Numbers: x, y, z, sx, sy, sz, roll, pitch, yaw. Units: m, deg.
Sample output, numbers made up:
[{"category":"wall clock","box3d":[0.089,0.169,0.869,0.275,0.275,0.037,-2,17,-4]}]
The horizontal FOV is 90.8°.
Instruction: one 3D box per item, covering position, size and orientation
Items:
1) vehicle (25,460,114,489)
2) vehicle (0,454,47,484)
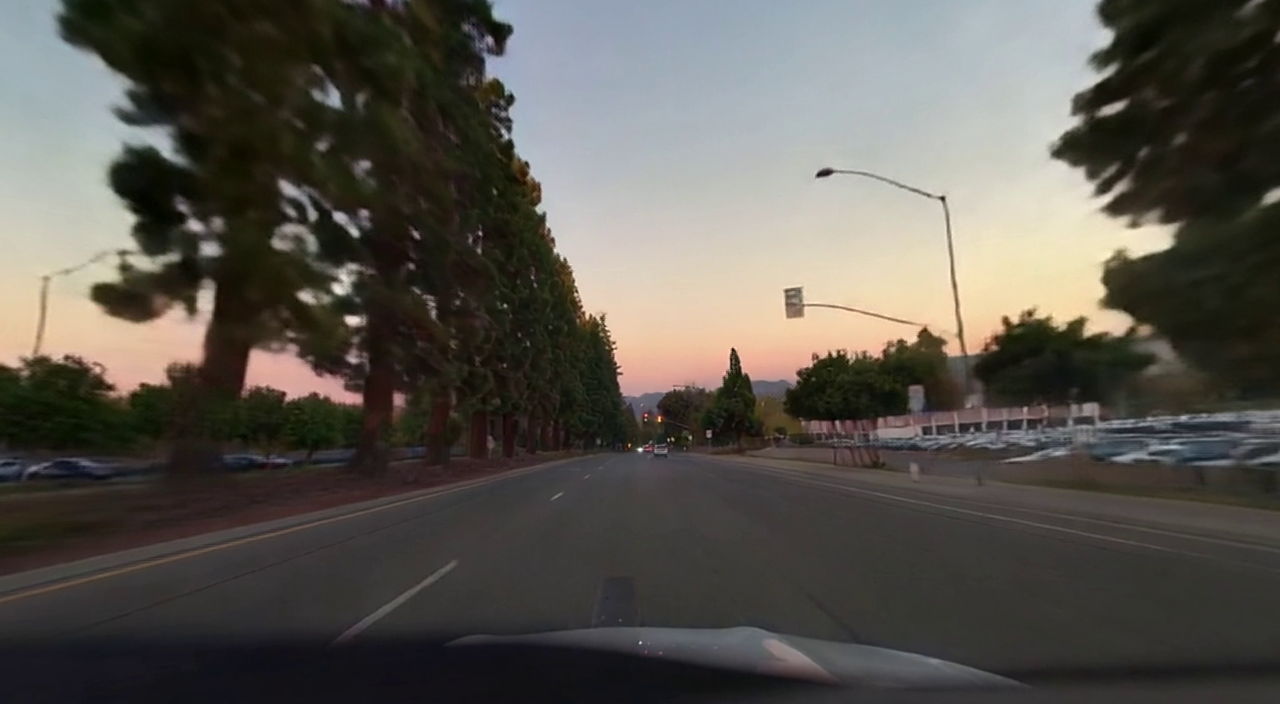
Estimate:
[{"category":"vehicle","box3d":[-35.414,7.607,39.265,4.028,1.534,1.716,-3,-9,3]},{"category":"vehicle","box3d":[-46.788,8.592,46.459,1.771,2.027,4.572,0,-8,1]}]
